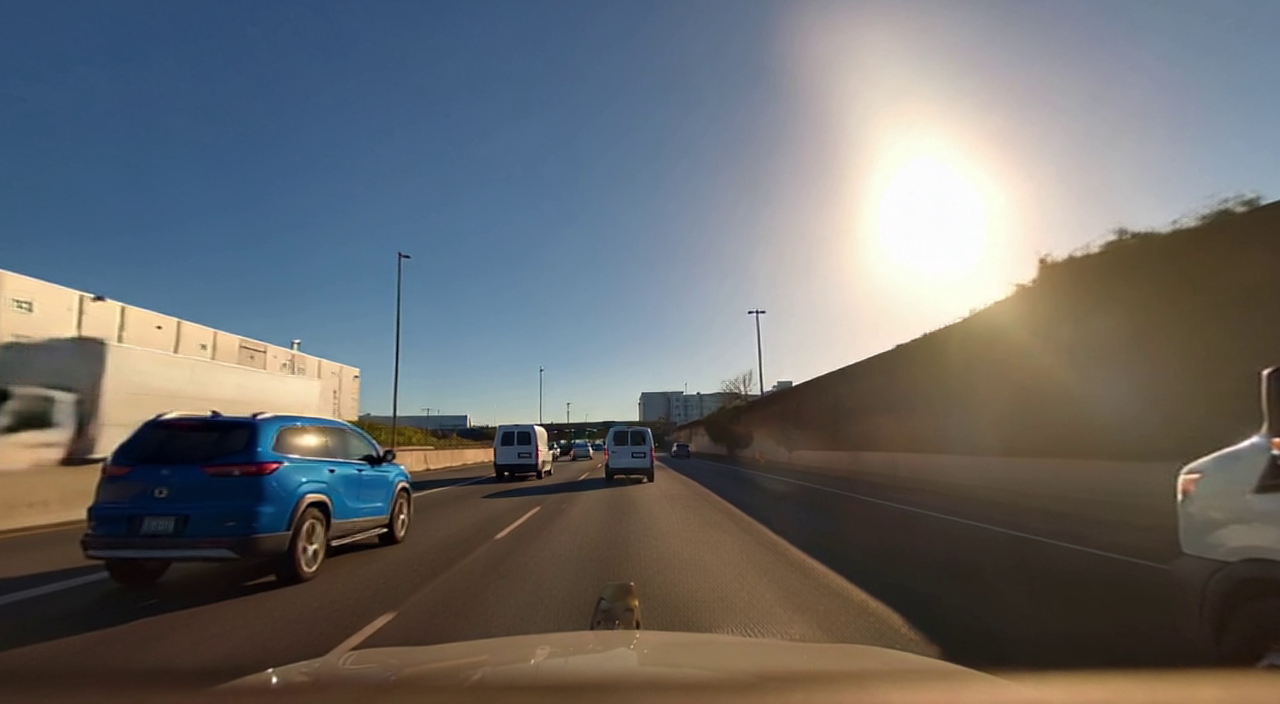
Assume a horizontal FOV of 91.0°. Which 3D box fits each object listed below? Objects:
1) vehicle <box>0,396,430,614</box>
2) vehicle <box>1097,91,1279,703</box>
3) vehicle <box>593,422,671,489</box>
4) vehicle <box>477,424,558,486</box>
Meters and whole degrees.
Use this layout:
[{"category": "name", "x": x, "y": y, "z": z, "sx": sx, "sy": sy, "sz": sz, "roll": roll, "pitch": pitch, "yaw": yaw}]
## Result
[{"category": "vehicle", "x": -4.122, "y": 1.518, "z": 7.243, "sx": 1.972, "sy": 1.703, "sz": 4.333, "roll": 0, "pitch": -8, "yaw": -1}, {"category": "vehicle", "x": 3.924, "y": -0.048, "z": 0.659, "sx": 2.427, "sy": 2.652, "sz": 5.769, "roll": 0, "pitch": -8, "yaw": 0}, {"category": "vehicle", "x": -0.313, "y": 3.349, "z": 20.730, "sx": 2.304, "sy": 1.925, "sz": 4.282, "roll": 0, "pitch": -8, "yaw": -2}, {"category": "vehicle", "x": -4.200, "y": 3.600, "z": 22.296, "sx": 2.038, "sy": 1.936, "sz": 4.300, "roll": 0, "pitch": -8, "yaw": -1}]
